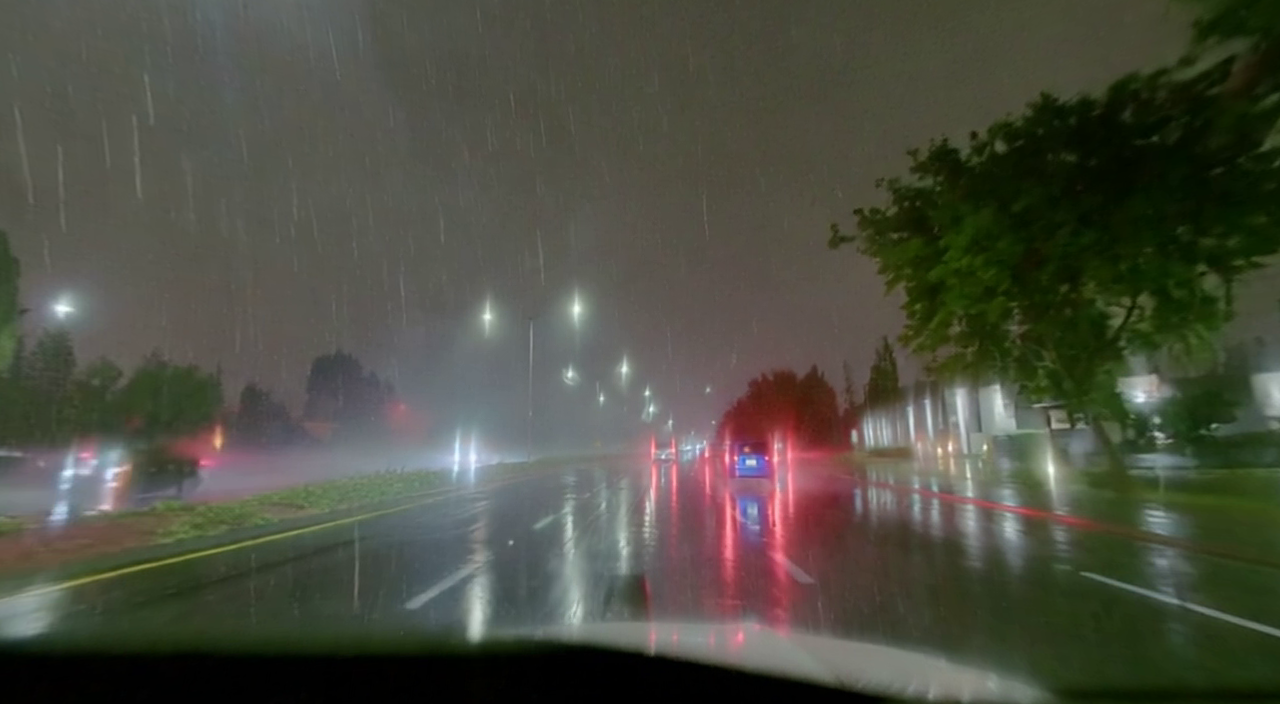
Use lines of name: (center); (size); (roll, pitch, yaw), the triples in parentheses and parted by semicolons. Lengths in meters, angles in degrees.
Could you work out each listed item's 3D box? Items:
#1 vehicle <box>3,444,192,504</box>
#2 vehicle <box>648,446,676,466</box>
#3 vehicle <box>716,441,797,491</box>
vehicle: (-14.696, 3.286, 17.435); (1.809, 1.434, 3.952); (0, -9, -3)
vehicle: (1.759, 8.086, 49.284); (2.059, 1.477, 3.988); (-1, -9, 4)
vehicle: (3.879, 3.891, 21.880); (1.981, 1.499, 4.536); (0, -9, 1)
